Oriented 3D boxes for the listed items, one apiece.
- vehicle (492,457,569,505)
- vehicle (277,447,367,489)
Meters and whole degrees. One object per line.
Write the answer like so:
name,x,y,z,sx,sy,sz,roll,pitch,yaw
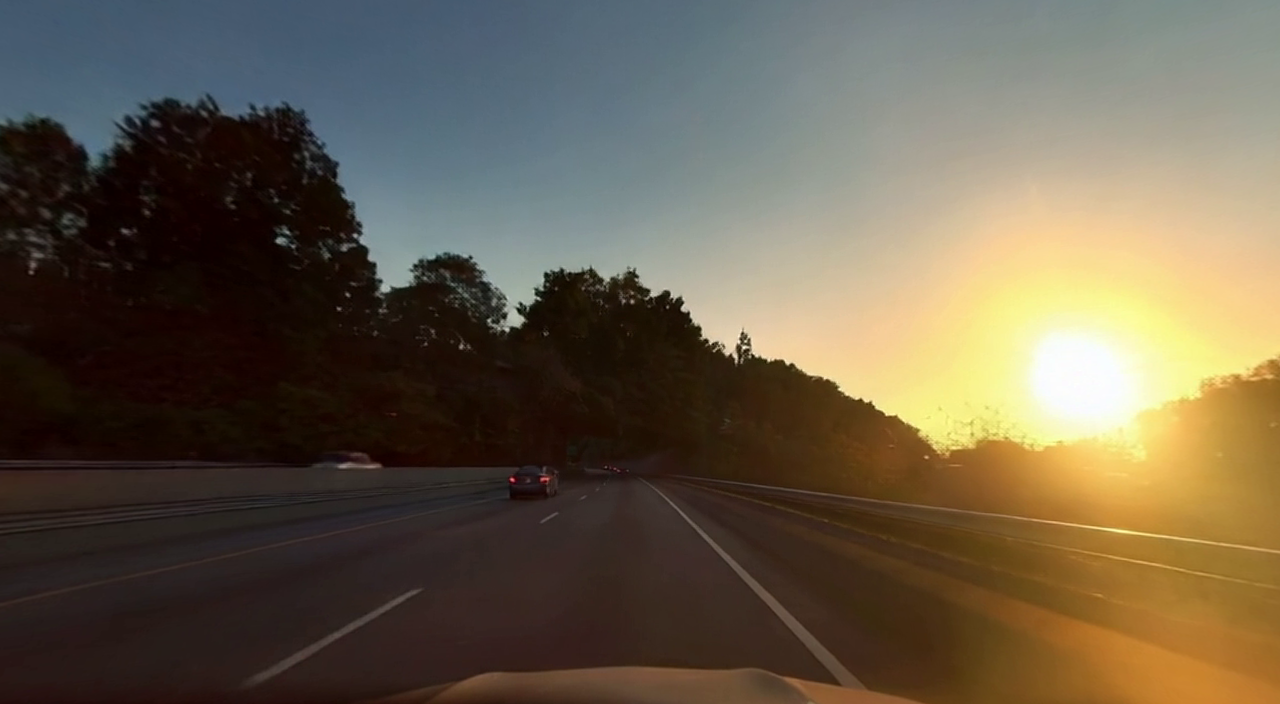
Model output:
vehicle,-4.363,5.307,26.133,2.286,1.757,5.057,1,-11,0
vehicle,-14.343,5.285,28.710,1.860,1.730,4.322,1,-11,-1
